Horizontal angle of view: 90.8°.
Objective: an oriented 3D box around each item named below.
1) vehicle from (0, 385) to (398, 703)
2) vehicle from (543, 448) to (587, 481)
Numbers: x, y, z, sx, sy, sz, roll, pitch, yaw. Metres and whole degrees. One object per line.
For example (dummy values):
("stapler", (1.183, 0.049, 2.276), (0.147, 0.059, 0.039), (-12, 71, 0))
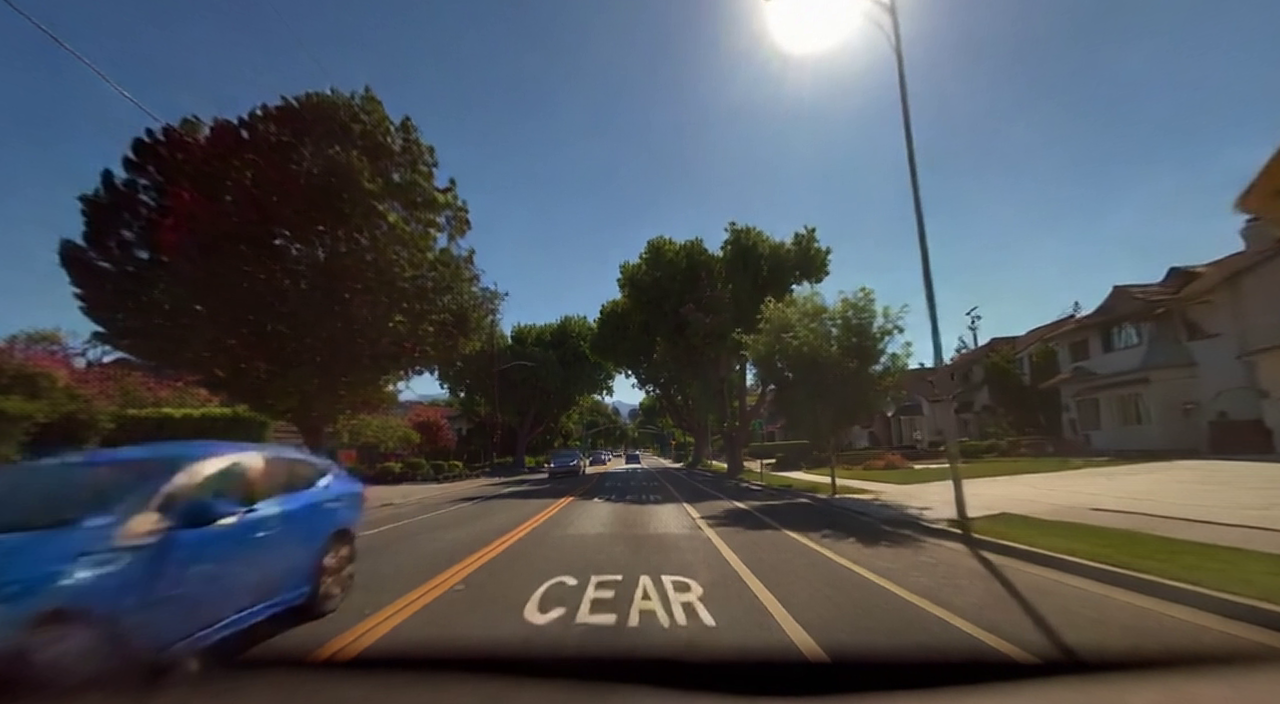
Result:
("vehicle", (-3.529, 1.268, 4.323), (2.090, 1.689, 4.232), (0, -9, -1))
("vehicle", (-4.355, 6.550, 37.125), (2.055, 1.757, 4.494), (0, -9, 0))
